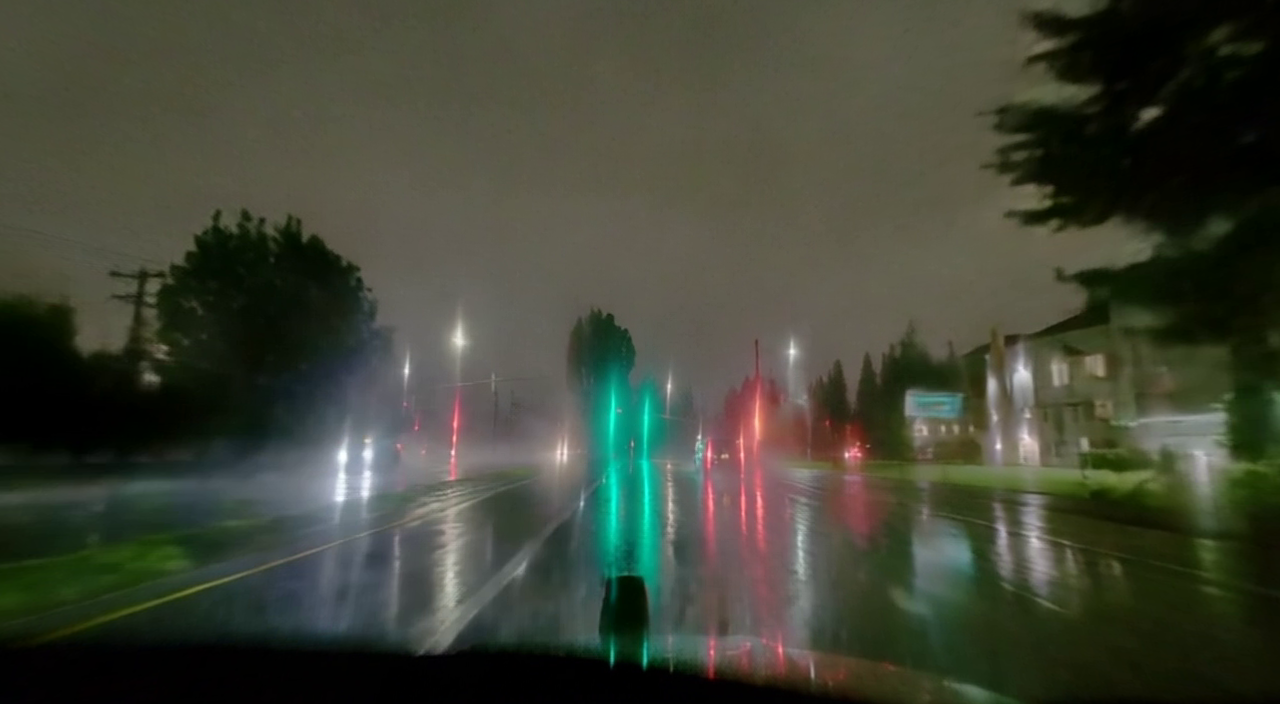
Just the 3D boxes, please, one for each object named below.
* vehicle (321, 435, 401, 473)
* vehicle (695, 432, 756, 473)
[{"bbox_3d":[-13.349,4.896,30.488,1.925,1.670,4.371,0,-8,-1],"label":"vehicle"},{"bbox_3d":[3.967,4.774,30.094,2.240,1.781,4.433,0,-8,-1],"label":"vehicle"}]
